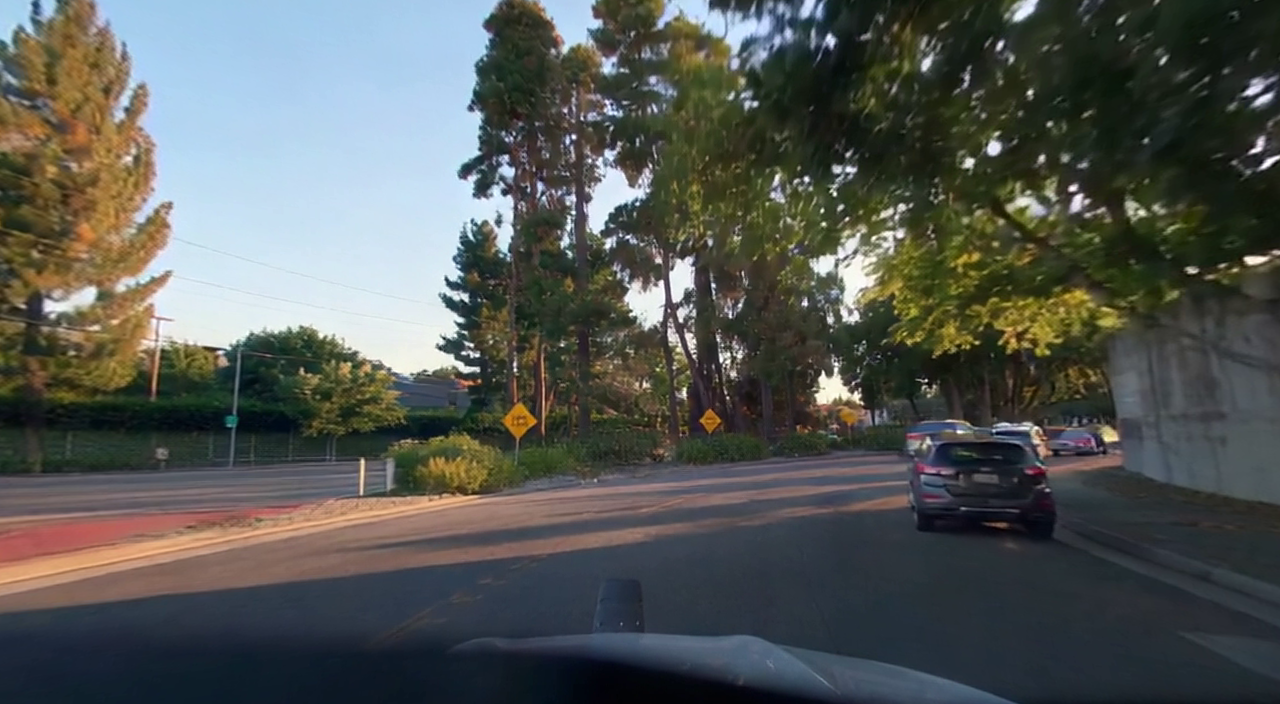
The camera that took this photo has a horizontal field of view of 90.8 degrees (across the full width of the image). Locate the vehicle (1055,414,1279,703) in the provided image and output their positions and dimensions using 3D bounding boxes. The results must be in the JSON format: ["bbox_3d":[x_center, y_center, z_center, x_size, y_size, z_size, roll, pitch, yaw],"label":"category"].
[{"bbox_3d":[3.462,0.856,1.822,1.877,1.416,4.604,-1,-8,7],"label":"vehicle"}]

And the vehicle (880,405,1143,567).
[{"bbox_3d":[4.781,1.744,9.135,2.195,1.605,5.134,-3,-9,19],"label":"vehicle"}]
